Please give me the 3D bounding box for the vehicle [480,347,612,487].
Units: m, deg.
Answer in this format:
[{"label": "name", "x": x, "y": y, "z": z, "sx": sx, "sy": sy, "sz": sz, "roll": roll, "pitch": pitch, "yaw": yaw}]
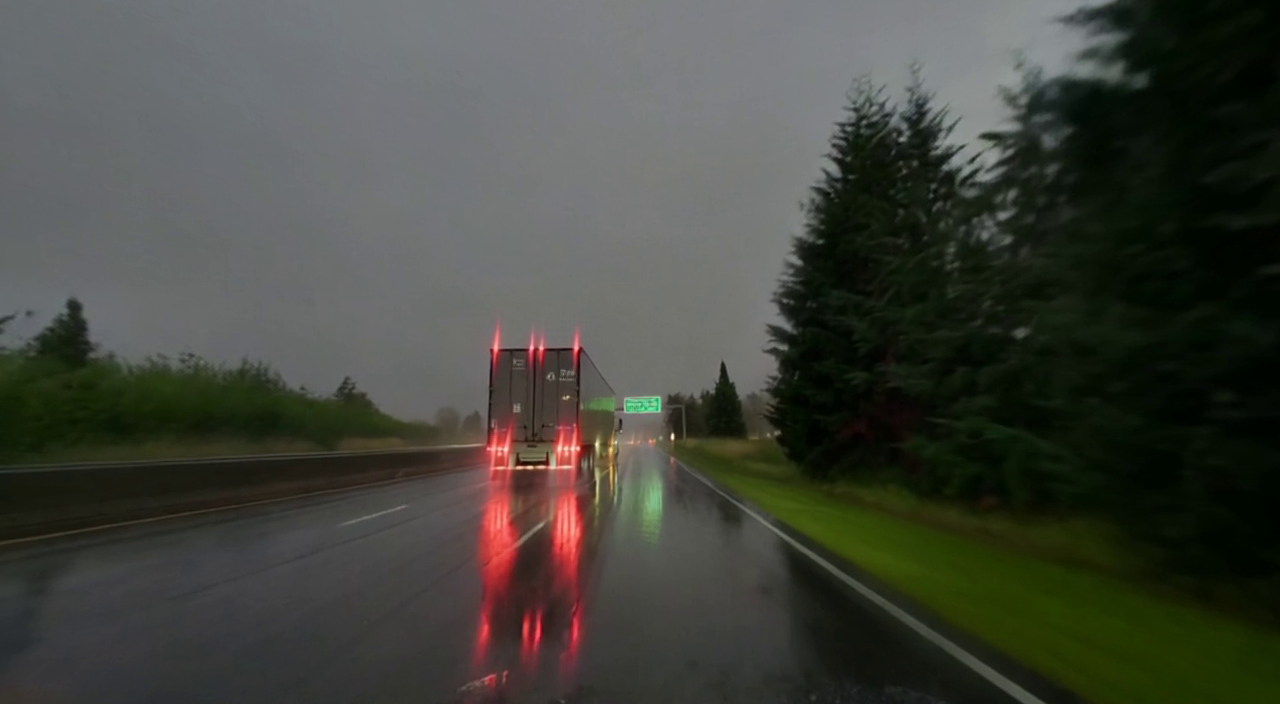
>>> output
[{"label": "vehicle", "x": -3.022, "y": 2.868, "z": 25.369, "sx": 2.947, "sy": 4.051, "sz": 14.256, "roll": 0, "pitch": -8, "yaw": 1}]
